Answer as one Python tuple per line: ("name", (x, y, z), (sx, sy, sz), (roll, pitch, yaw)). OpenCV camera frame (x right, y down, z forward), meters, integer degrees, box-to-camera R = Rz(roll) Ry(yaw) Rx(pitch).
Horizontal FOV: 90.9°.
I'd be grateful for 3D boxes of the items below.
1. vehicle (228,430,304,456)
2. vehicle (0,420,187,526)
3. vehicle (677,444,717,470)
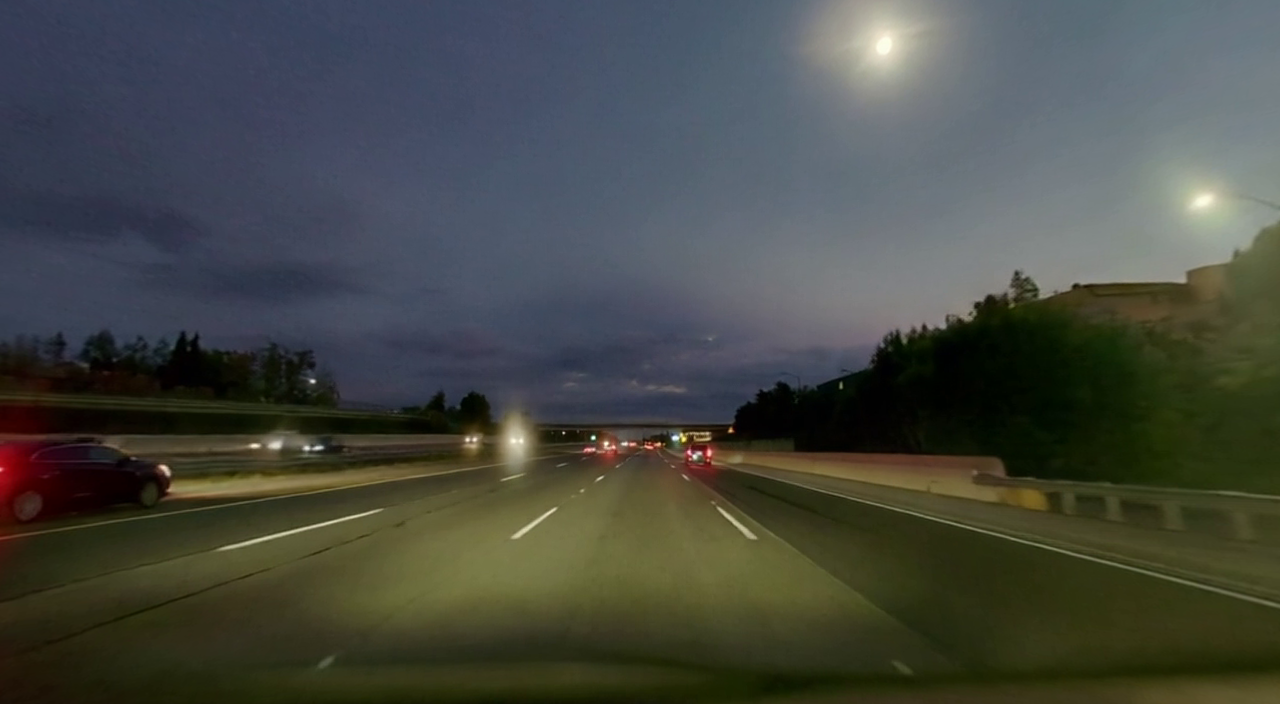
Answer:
("vehicle", (-24.797, 6.096, 42.041), (2.010, 1.614, 4.848), (0, -8, 2))
("vehicle", (-11.197, 2.193, 11.819), (1.995, 1.682, 4.516), (0, -8, 1))
("vehicle", (3.469, 6.501, 39.489), (2.059, 1.509, 4.670), (0, -8, 0))
